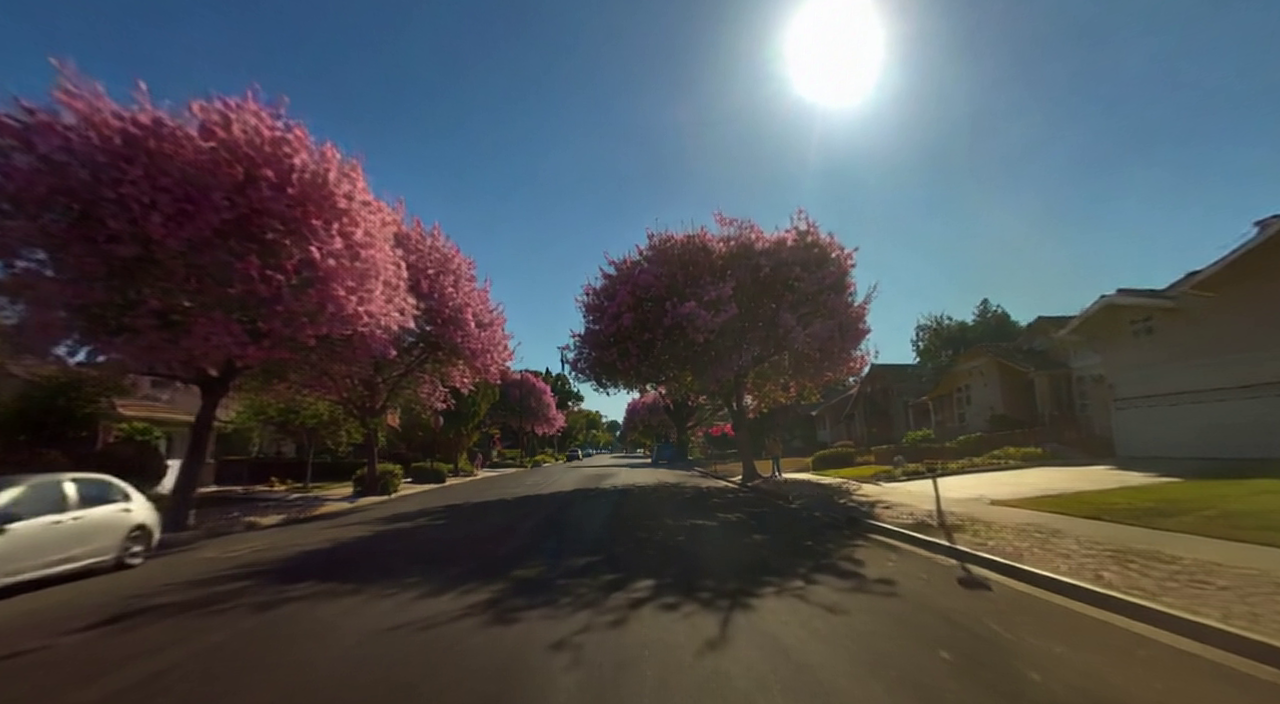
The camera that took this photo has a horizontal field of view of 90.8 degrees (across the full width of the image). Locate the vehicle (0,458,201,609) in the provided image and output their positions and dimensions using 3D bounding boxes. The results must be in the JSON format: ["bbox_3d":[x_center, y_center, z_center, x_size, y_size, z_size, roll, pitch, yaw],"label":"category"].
[{"bbox_3d":[-6.966,1.908,6.808,1.766,1.320,3.947,-2,-8,-2],"label":"vehicle"}]
